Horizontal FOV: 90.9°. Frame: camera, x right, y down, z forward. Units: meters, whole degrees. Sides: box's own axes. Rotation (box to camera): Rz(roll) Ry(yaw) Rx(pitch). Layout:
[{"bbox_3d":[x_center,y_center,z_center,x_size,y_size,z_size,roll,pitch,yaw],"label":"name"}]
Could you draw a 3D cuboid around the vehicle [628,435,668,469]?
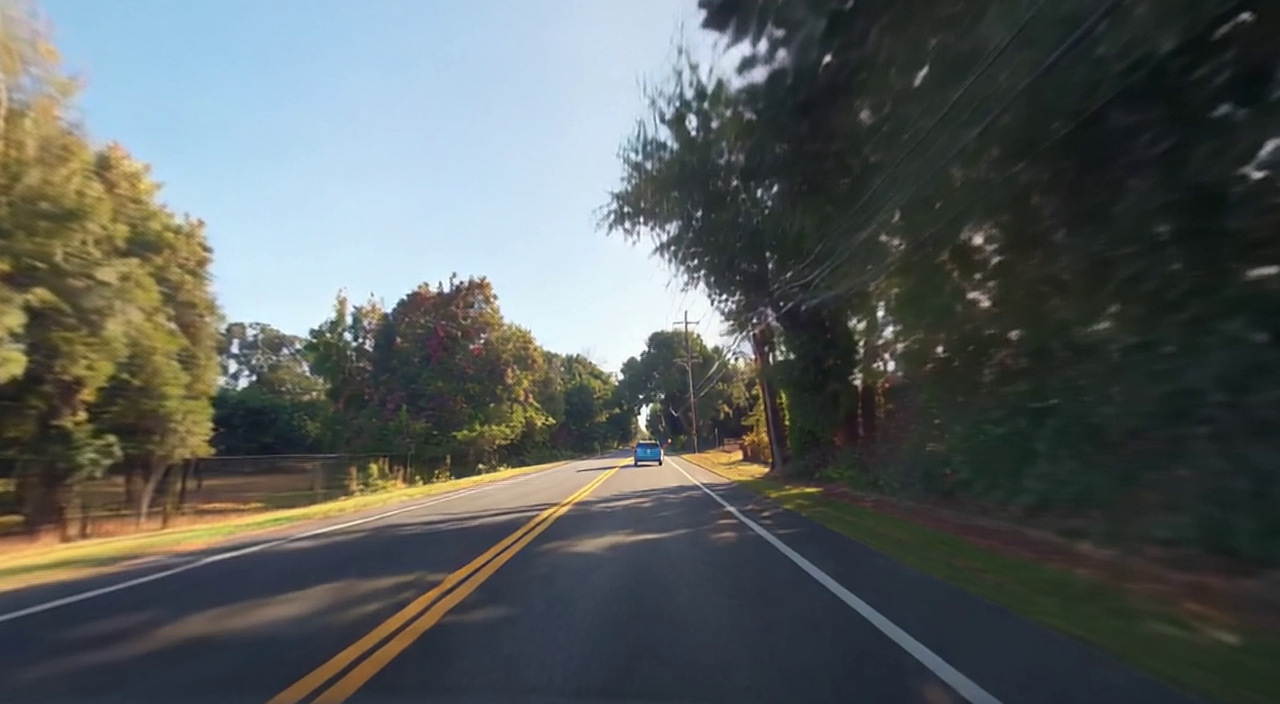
[{"bbox_3d":[0.511,6.570,41.651,2.468,2.056,4.422,0,-8,0],"label":"vehicle"}]
